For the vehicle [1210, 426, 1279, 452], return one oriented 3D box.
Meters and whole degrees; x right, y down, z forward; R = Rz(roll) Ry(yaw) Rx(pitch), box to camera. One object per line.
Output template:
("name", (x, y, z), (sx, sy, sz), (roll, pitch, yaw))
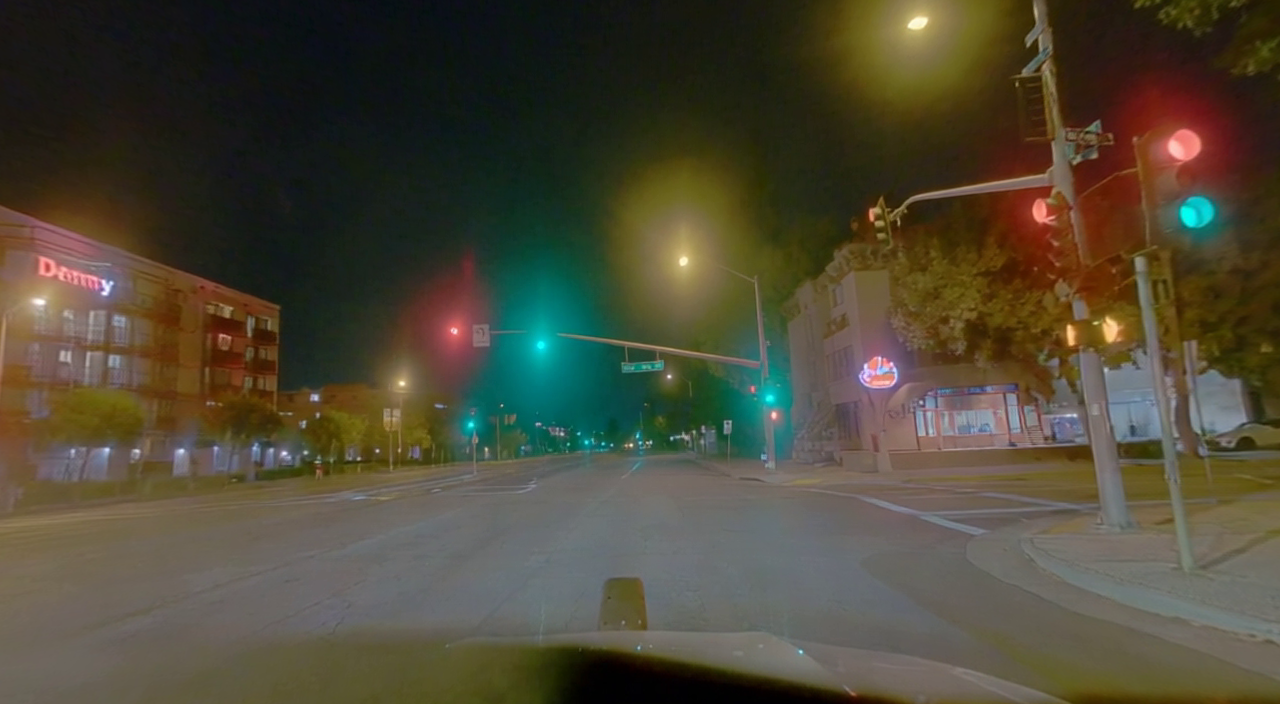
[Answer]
("vehicle", (35.295, 4.893, 35.279), (4.493, 1.453, 1.849), (0, -9, 3))
